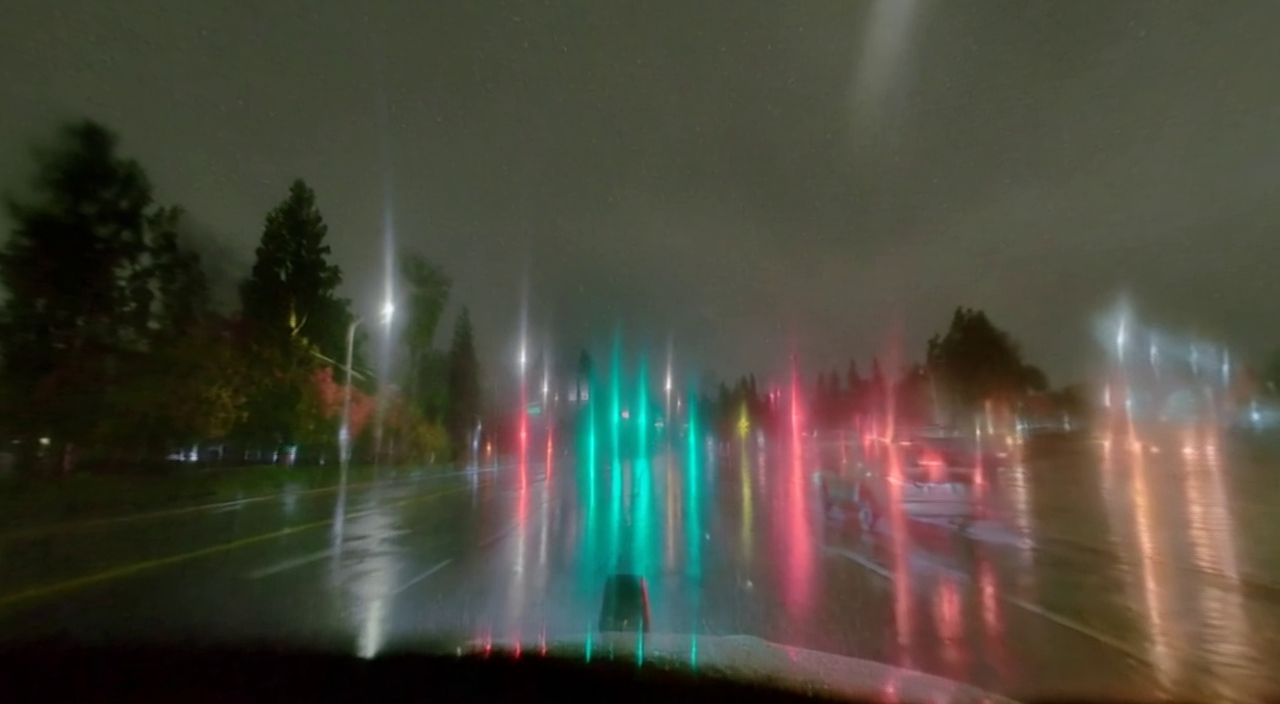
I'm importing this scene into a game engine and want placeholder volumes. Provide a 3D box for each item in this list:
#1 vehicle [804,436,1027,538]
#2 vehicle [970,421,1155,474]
[{"bbox_3d":[4.582,2.296,11.472,2.006,1.448,4.671,0,-8,1],"label":"vehicle"},{"bbox_3d":[12.735,2.911,19.234,4.227,1.451,1.874,-1,-9,3],"label":"vehicle"}]
